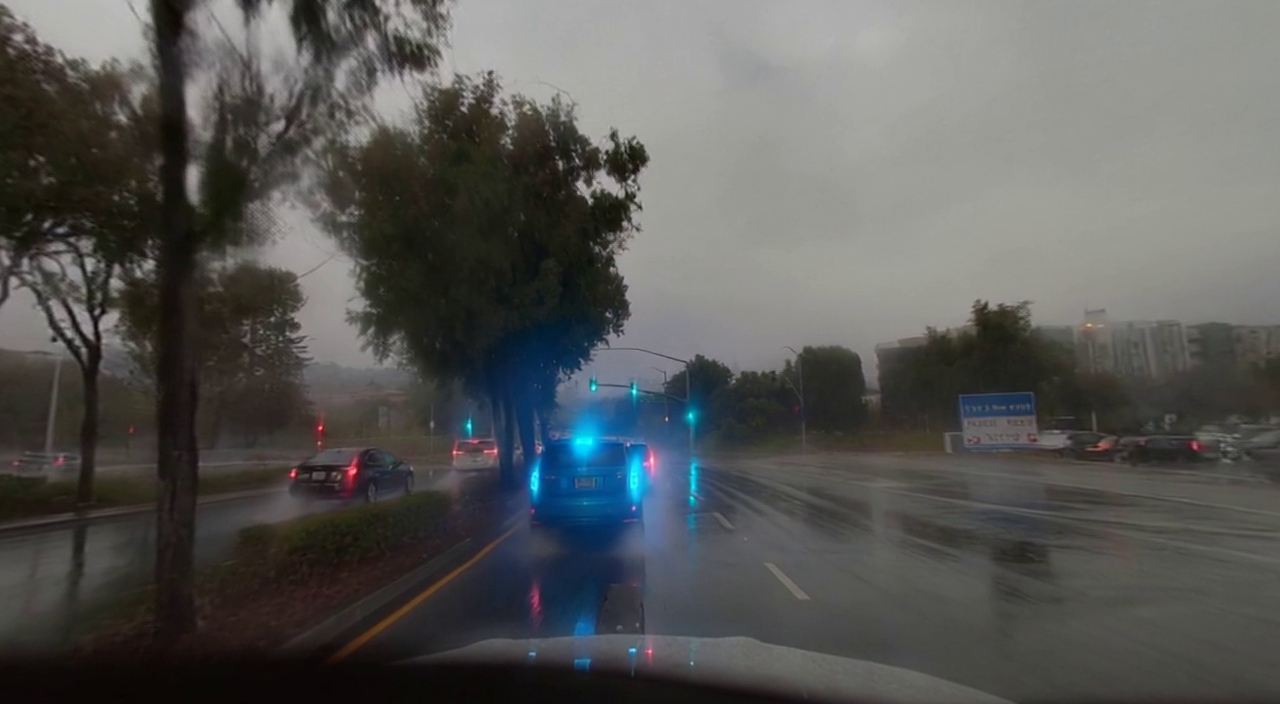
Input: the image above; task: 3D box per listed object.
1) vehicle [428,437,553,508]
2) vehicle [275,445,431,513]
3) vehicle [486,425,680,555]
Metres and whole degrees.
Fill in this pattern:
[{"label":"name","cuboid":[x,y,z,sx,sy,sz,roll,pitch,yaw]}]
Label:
[{"label":"vehicle","cuboid":[-3.474,2.882,15.653,1.920,1.480,4.549,0,-8,1]},{"label":"vehicle","cuboid":[-7.025,3.111,16.084,1.852,1.458,4.422,0,-8,0]},{"label":"vehicle","cuboid":[-0.672,1.924,9.584,2.231,1.481,4.489,0,-8,-1]}]
